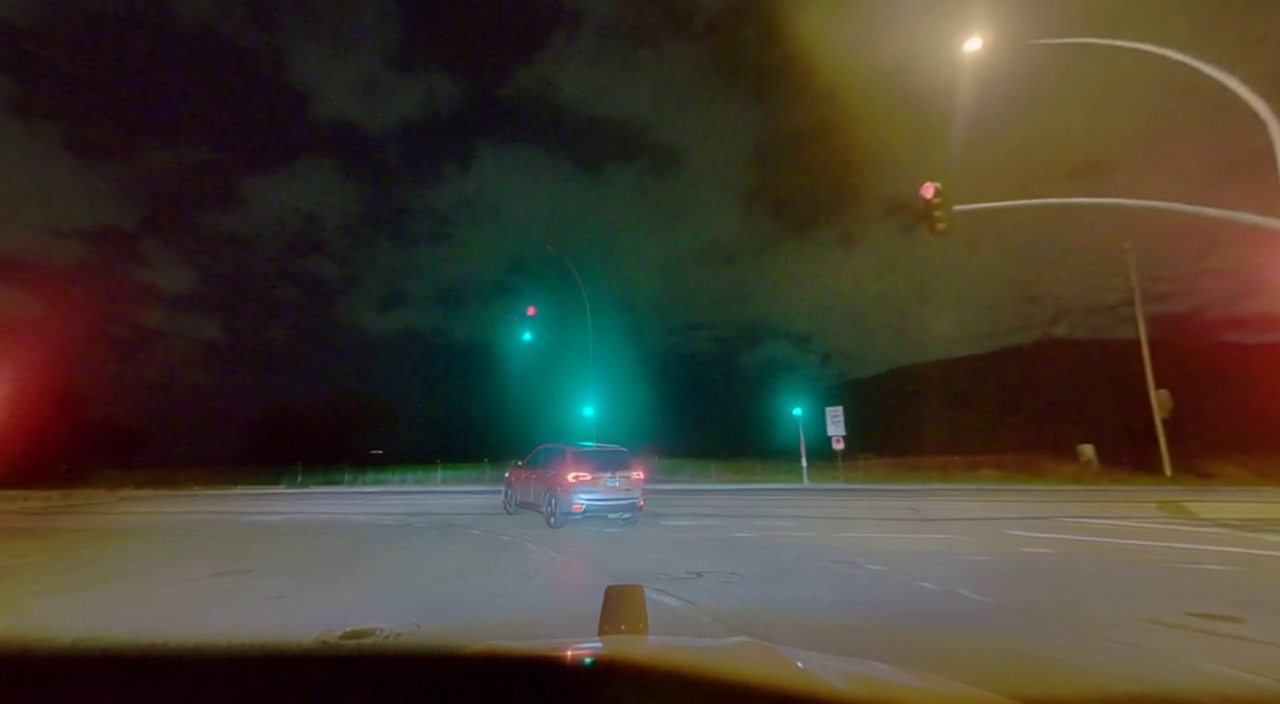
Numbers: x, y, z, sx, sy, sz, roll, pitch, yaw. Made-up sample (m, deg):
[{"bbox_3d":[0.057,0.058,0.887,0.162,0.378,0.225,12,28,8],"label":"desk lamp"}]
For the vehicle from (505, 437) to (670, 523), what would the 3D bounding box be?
[{"bbox_3d":[-1.355,2.813,14.489,1.938,1.648,4.211,6,-10,-34],"label":"vehicle"}]
